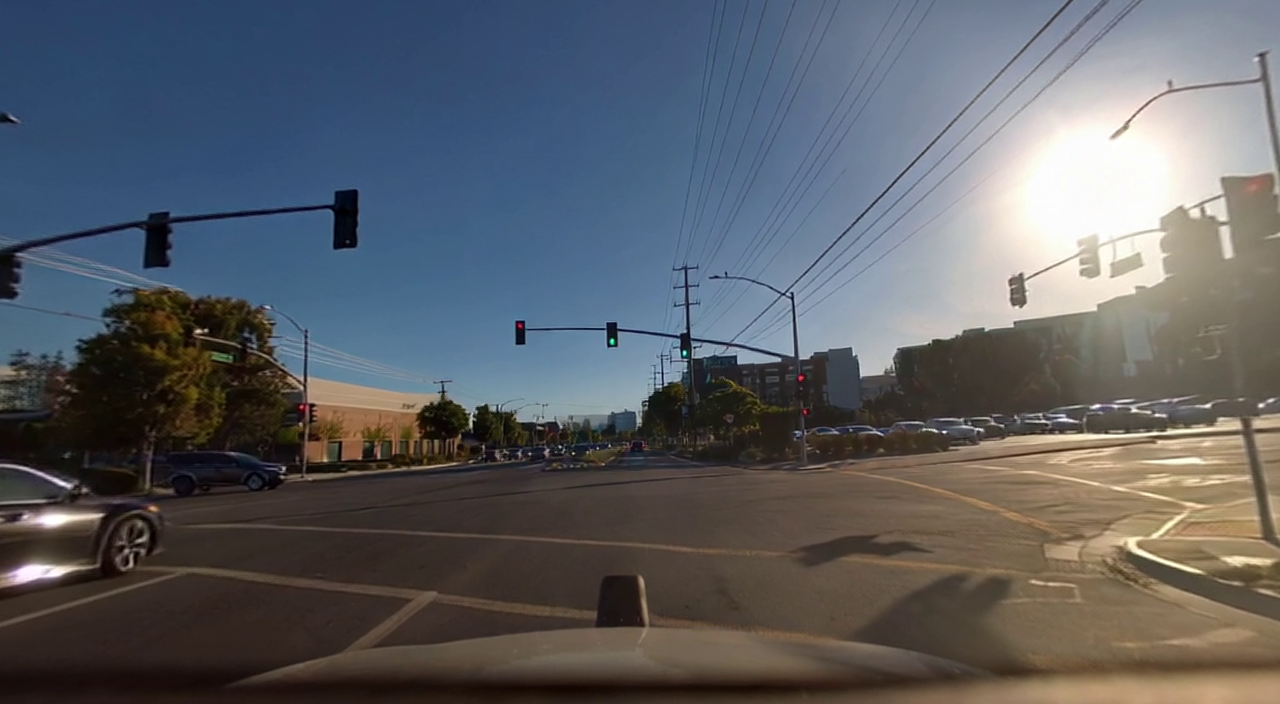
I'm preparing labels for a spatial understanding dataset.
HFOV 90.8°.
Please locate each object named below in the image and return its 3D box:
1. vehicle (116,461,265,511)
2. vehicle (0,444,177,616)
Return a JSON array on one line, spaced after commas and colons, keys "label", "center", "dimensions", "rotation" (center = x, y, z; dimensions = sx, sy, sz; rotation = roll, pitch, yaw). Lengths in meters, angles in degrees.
[{"label": "vehicle", "center": [-17.206, 5.127, 24.358], "dimensions": [4.298, 1.466, 1.921], "rotation": [-4, -9, -2]}, {"label": "vehicle", "center": [-6.431, 1.527, 5.365], "dimensions": [1.928, 1.451, 4.219], "rotation": [0, -9, -3]}]
